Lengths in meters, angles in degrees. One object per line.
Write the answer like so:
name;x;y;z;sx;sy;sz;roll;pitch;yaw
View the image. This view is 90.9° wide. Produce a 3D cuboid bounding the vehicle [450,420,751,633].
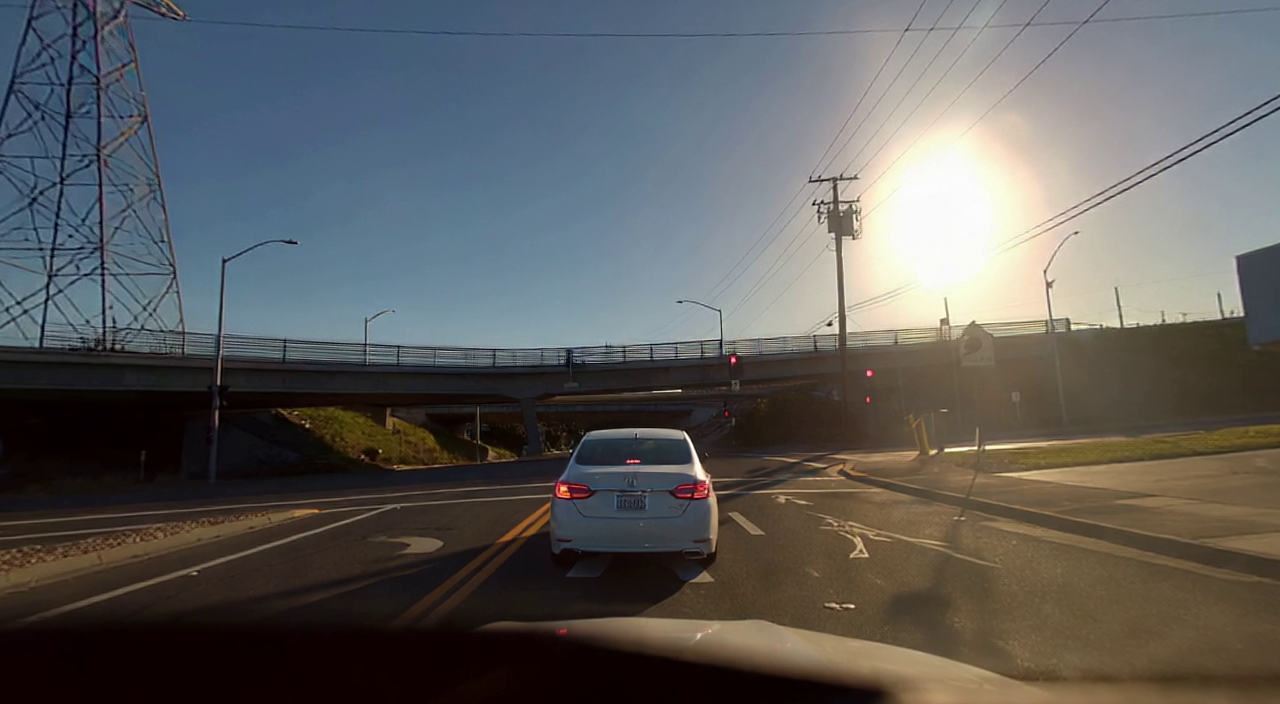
vehicle;-0.243;1.524;6.463;2.090;1.458;4.033;-1;-9;1
